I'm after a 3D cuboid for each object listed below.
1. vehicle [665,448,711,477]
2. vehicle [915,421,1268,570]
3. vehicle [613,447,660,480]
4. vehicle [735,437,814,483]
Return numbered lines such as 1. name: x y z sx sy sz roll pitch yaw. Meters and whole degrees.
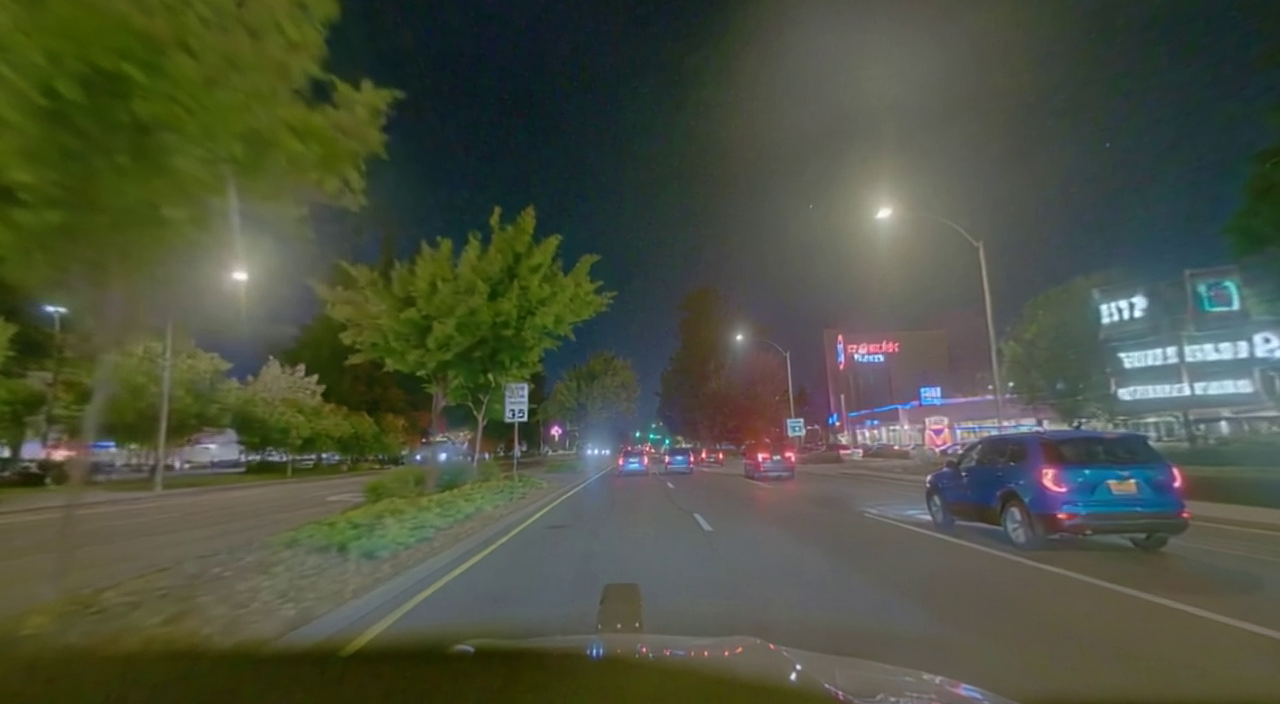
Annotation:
1. vehicle: 2.416 5.646 32.570 1.970 1.402 3.756 0 -9 -2
2. vehicle: 5.981 1.922 9.230 1.949 1.647 4.261 0 -9 0
3. vehicle: -0.176 5.137 29.409 2.056 1.440 3.798 0 -9 -1
4. vehicle: 5.645 4.607 27.201 2.140 1.811 4.593 0 -9 -3
